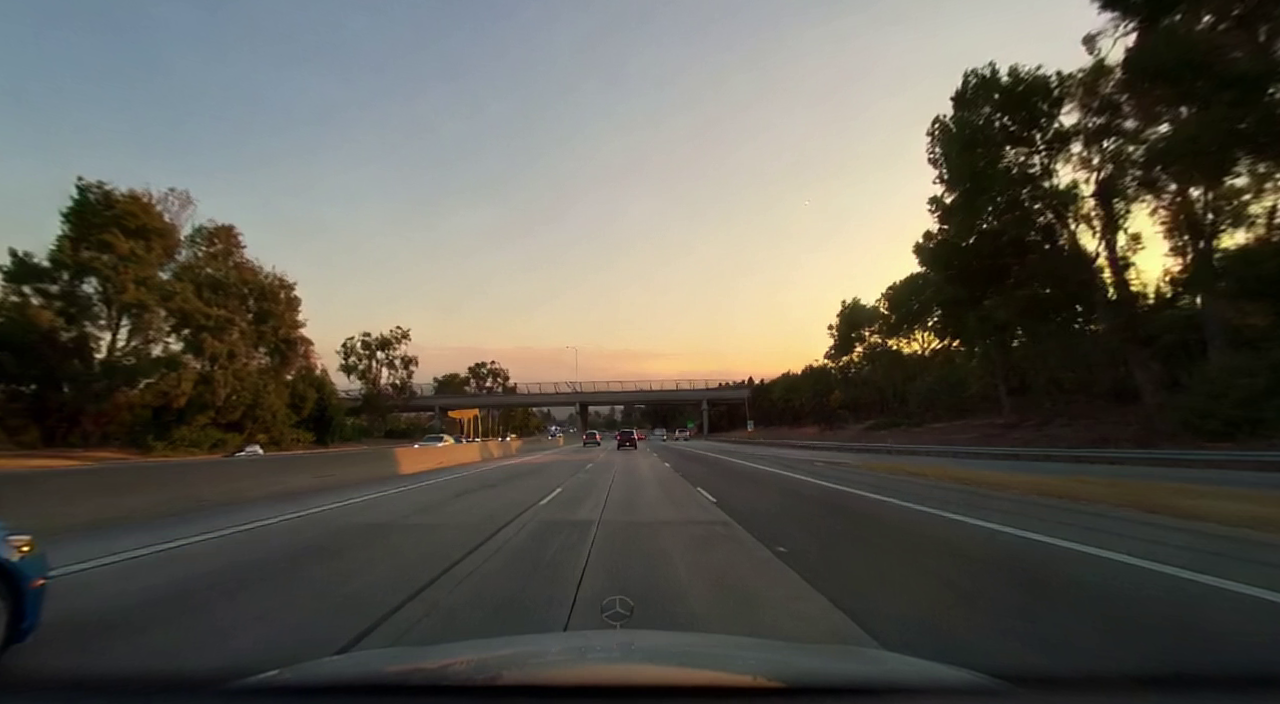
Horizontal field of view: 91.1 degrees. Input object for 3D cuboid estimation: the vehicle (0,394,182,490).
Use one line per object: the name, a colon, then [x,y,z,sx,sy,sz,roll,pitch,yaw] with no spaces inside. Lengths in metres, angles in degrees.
vehicle: [-28.755,4.214,29.657,2.923,4.095,14.129,0,-8,4]

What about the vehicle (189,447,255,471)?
vehicle: [-28.893,7.397,43.561,1.786,1.493,4.035,0,-8,0]

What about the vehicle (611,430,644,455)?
vehicle: [-0.820,6.041,42.145,2.116,1.625,4.004,0,-8,-1]
